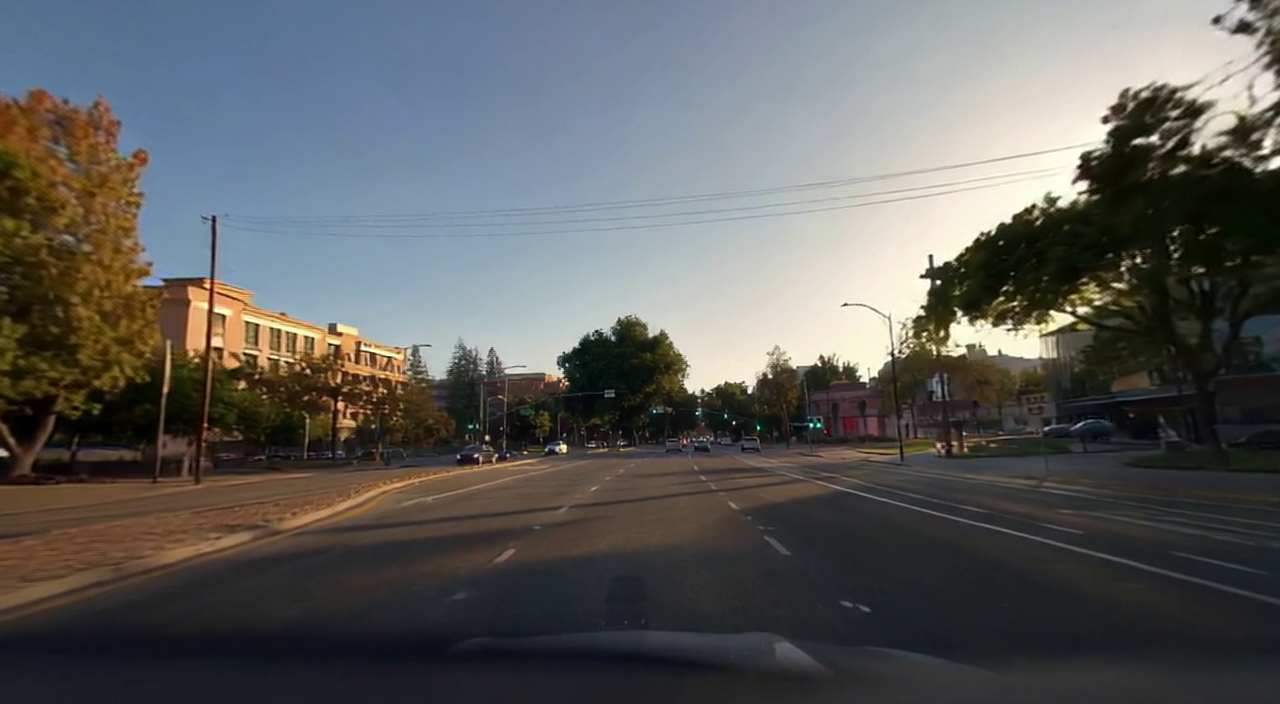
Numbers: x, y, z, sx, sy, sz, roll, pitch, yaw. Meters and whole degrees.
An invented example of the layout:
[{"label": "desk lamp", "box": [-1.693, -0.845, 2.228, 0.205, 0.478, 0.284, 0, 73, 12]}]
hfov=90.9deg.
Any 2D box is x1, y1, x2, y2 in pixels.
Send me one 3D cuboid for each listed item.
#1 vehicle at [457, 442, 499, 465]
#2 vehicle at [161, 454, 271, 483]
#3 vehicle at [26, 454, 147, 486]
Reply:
[{"label": "vehicle", "box": [-12.621, 7.892, 49.359, 1.940, 1.690, 4.447, -1, -8, 3]}, {"label": "vehicle", "box": [-23.231, 6.398, 34.642, 4.606, 1.458, 1.837, 0, -8, -5]}, {"label": "vehicle", "box": [-30.133, 6.426, 34.431, 4.585, 1.636, 2.000, 0, -9, -3]}]
